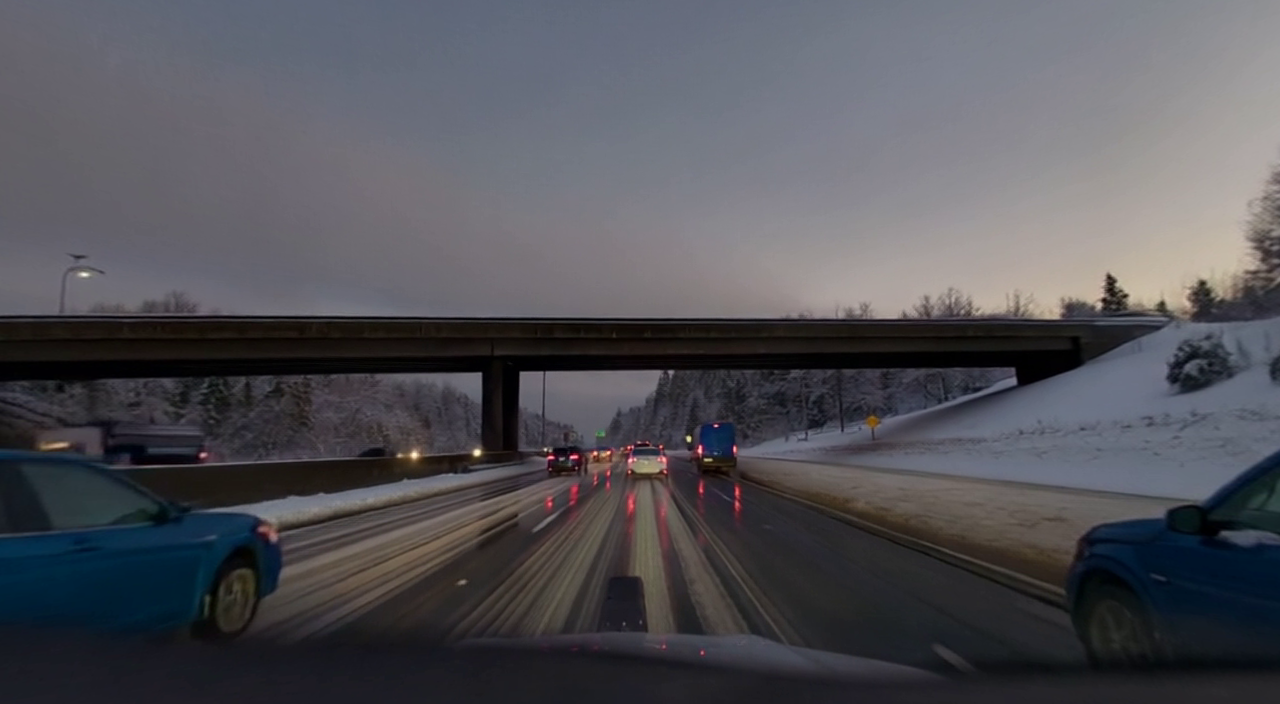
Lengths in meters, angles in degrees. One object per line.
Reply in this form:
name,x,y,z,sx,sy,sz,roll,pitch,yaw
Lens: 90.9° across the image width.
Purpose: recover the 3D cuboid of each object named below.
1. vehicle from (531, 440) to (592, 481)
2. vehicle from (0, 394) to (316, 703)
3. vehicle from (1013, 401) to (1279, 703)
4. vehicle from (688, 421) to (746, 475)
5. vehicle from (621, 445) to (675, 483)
vehicle,-3.455,4.873,28.616,2.078,1.706,4.298,-1,-8,2
vehicle,-3.743,1.040,3.118,2.137,1.562,3.926,0,-8,1
vehicle,4.077,0.992,2.830,2.085,1.558,4.466,0,-8,1
vehicle,4.224,5.422,35.883,2.436,2.745,6.607,0,-8,0
vehicle,0.322,4.802,27.398,2.174,1.467,4.005,0,-8,0
